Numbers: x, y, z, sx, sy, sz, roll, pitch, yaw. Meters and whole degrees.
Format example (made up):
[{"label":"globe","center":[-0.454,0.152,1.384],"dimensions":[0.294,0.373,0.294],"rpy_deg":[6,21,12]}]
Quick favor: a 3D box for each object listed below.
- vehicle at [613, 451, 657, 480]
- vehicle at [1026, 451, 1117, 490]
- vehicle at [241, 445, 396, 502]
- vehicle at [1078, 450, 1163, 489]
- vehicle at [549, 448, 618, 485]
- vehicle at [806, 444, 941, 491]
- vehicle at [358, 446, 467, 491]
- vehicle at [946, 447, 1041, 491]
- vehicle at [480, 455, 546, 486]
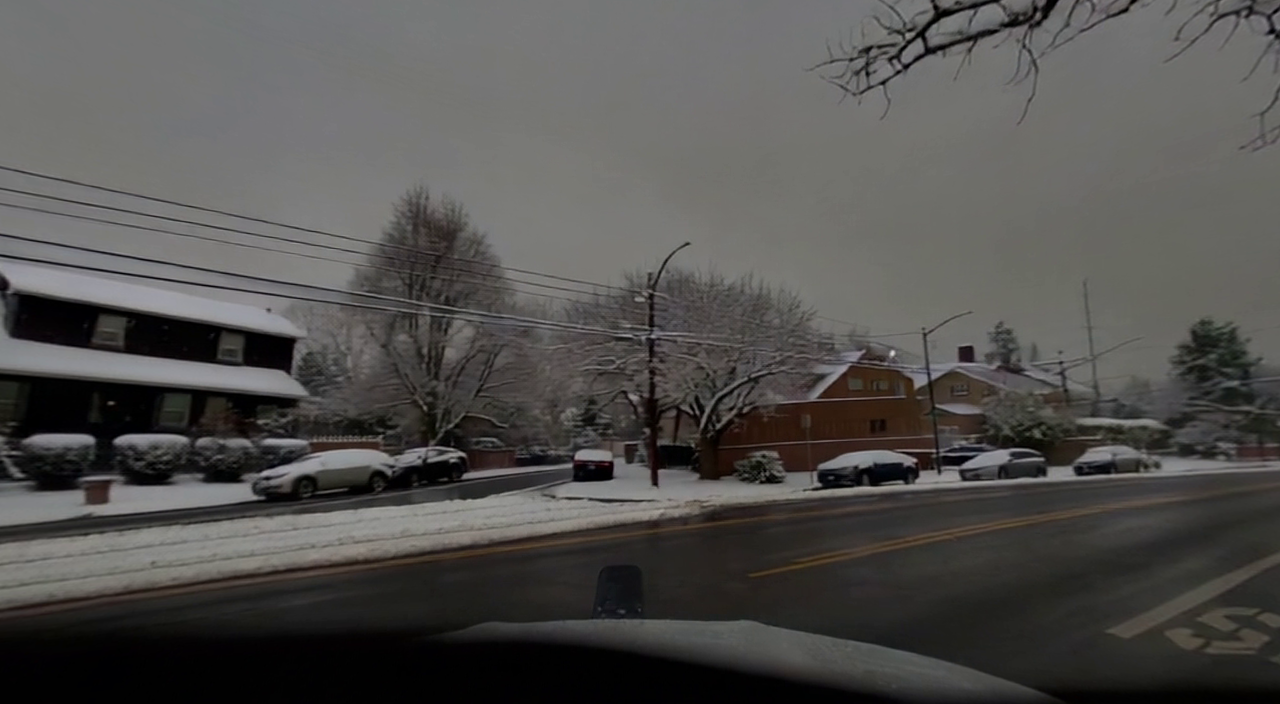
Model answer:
[{"label":"vehicle","center":[-0.271,7.251,40.629],"dimensions":[1.989,1.683,3.918],"rpy_deg":[-2,-9,12]},{"label":"vehicle","center":[23.099,6.267,33.762],"dimensions":[5.499,1.837,2.089],"rpy_deg":[6,-10,-35]},{"label":"vehicle","center":[-11.877,4.478,23.986],"dimensions":[2.152,1.877,5.701],"rpy_deg":[-2,-9,10]},{"label":"vehicle","center":[28.190,6.799,37.016],"dimensions":[5.738,2.060,2.282],"rpy_deg":[6,-11,-36]},{"label":"vehicle","center":[-2.570,5.350,29.844],"dimensions":[1.981,1.579,4.446],"rpy_deg":[-2,-9,12]},{"label":"vehicle","center":[8.955,4.479,24.096],"dimensions":[5.197,1.431,2.136],"rpy_deg":[10,-16,-33]},{"label":"vehicle","center":[-10.629,5.454,30.142],"dimensions":[2.283,1.909,5.692],"rpy_deg":[-2,-9,10]},{"label":"vehicle","center":[16.268,5.317,29.010],"dimensions":[4.414,1.837,1.937],"rpy_deg":[6,-10,-34]},{"label":"vehicle","center":[-8.359,7.829,42.196],"dimensions":[2.287,1.830,5.343],"rpy_deg":[-2,-9,12]}]
